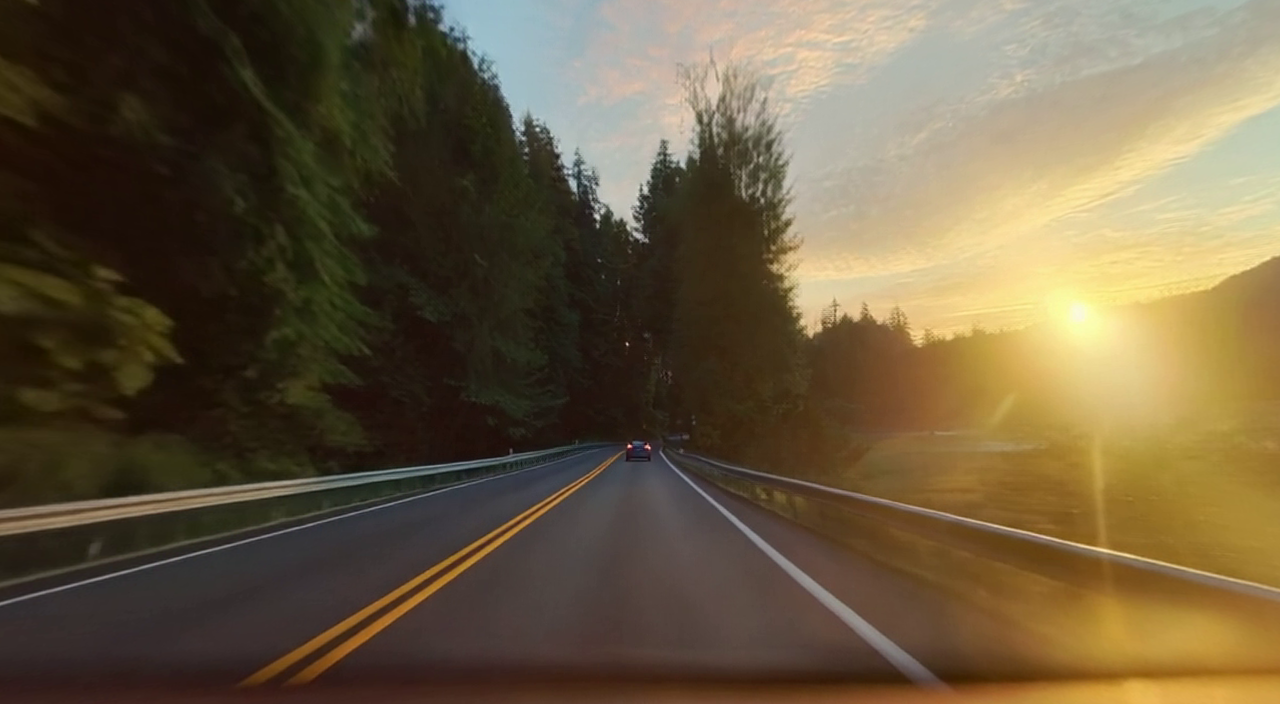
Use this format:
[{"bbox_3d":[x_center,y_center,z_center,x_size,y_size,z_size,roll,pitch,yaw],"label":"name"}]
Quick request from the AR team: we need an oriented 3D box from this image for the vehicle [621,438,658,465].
[{"bbox_3d":[-0.002,6.021,38.243,2.120,1.491,4.349,0,-8,0],"label":"vehicle"}]
